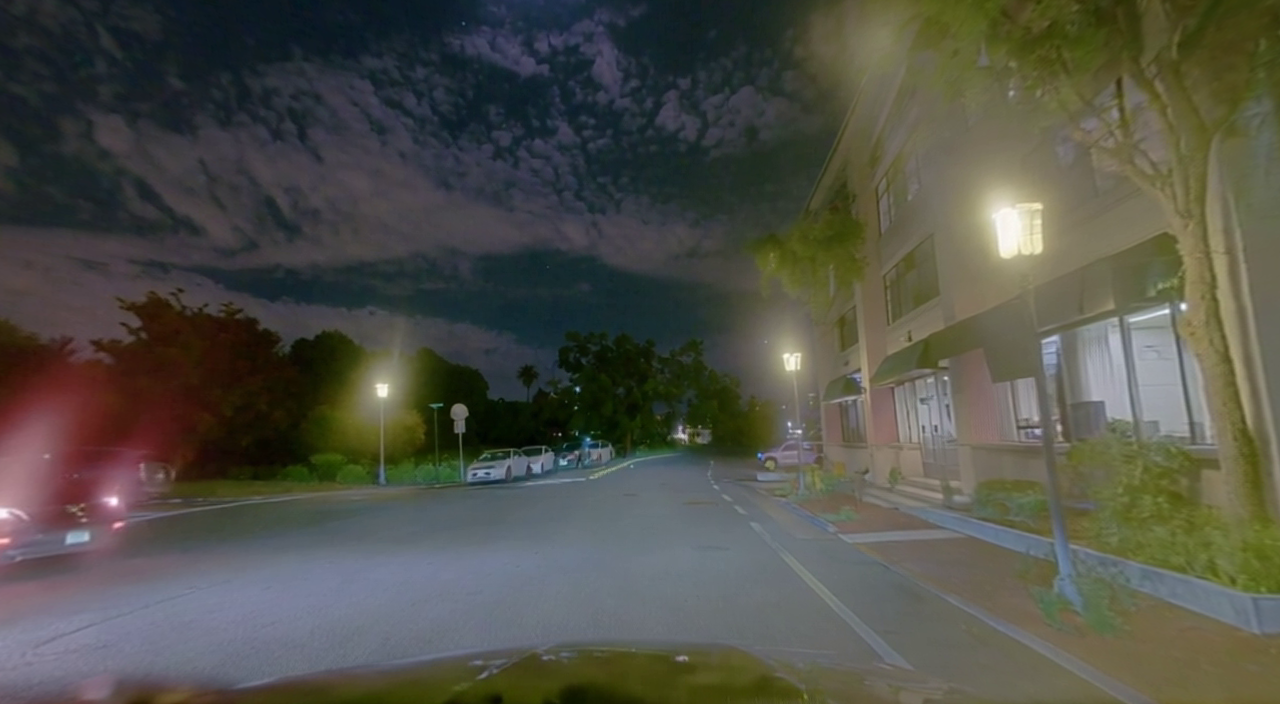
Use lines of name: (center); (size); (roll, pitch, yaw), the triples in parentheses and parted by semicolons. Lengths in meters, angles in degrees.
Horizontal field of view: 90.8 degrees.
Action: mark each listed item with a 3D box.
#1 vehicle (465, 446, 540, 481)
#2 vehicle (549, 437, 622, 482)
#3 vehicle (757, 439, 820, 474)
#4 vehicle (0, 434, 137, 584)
vehicle: (-6.053, 4.949, 28.393); (1.968, 1.443, 4.358); (-1, -9, 6)
vehicle: (-2.123, 4.367, 25.867); (2.110, 1.651, 4.410); (-1, -9, 7)
vehicle: (6.709, 4.755, 28.992); (1.918, 1.461, 4.419); (0, -8, 1)
vehicle: (-8.877, 1.875, 7.952); (4.141, 1.620, 1.876); (-3, -9, 18)
